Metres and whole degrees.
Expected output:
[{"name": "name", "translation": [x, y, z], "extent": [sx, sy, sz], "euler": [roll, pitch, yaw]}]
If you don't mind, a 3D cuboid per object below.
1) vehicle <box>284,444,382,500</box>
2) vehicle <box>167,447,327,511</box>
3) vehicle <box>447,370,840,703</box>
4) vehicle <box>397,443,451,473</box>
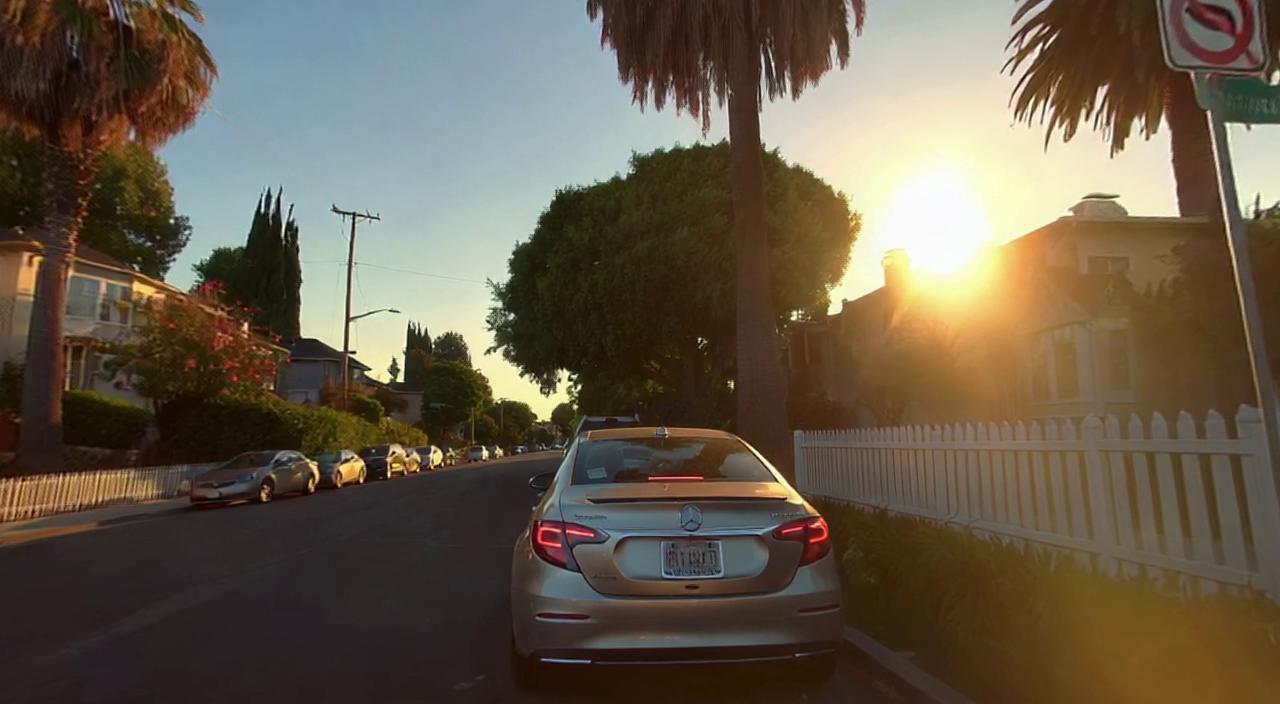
[{"name": "vehicle", "translation": [-12.155, 4.705, 25.275], "extent": [2.048, 1.485, 4.757], "euler": [-4, -4, -8]}, {"name": "vehicle", "translation": [-11.400, 3.654, 18.794], "extent": [2.017, 1.627, 5.039], "euler": [1, -8, -7]}, {"name": "vehicle", "translation": [-0.140, 1.218, 4.993], "extent": [1.894, 1.695, 3.795], "euler": [1, -8, -6]}, {"name": "vehicle", "translation": [-13.167, 6.466, 38.668], "extent": [2.060, 1.689, 4.999], "euler": [1, -8, -7]}]
